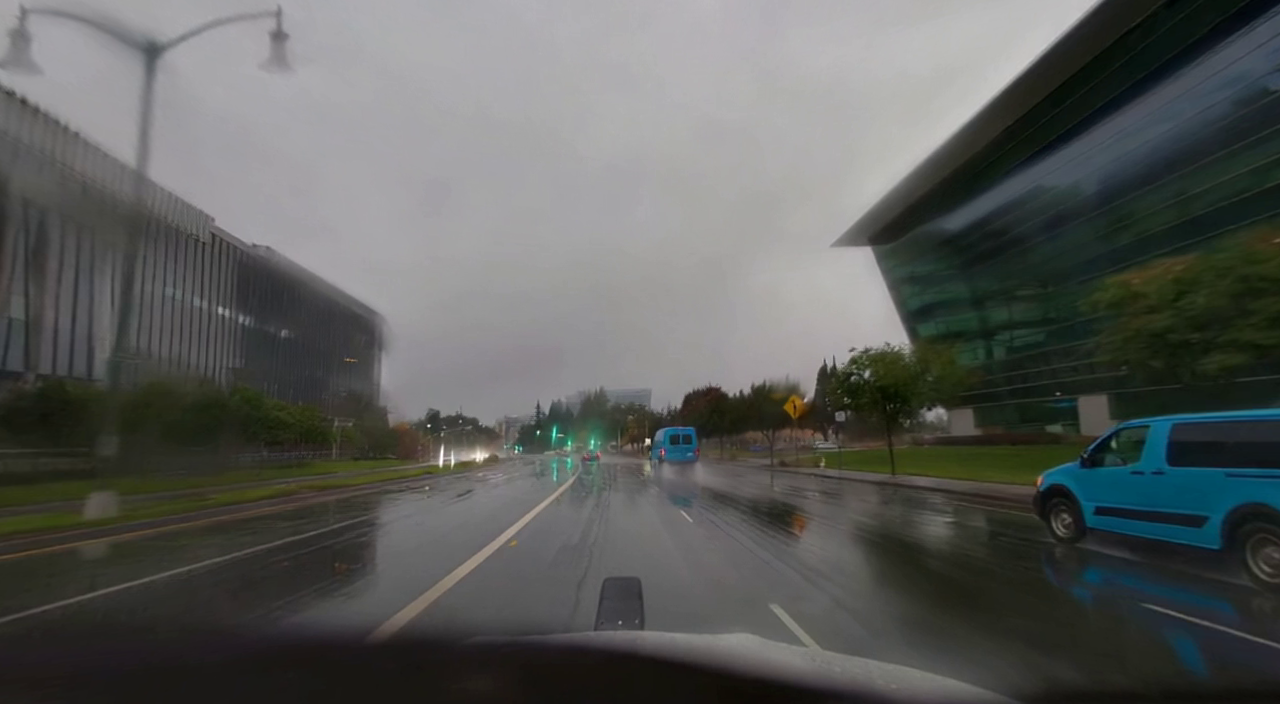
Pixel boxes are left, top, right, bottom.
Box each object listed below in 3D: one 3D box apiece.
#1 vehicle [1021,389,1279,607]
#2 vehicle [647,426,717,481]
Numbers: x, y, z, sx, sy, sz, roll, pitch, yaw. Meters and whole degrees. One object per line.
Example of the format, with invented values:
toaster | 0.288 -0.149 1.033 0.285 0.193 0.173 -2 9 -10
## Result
vehicle | 6.099 1.309 5.999 1.992 1.726 4.434 0 -9 -2
vehicle | 1.747 4.500 28.122 2.339 2.244 4.817 1 -9 -5
